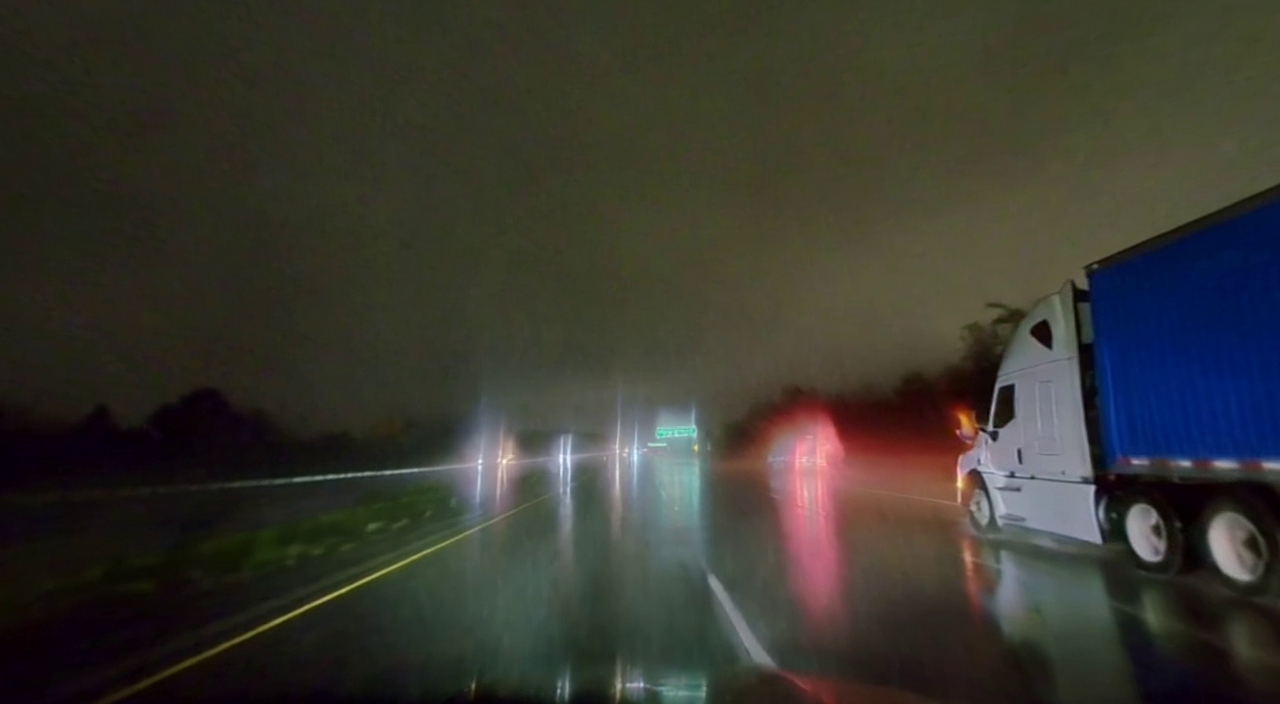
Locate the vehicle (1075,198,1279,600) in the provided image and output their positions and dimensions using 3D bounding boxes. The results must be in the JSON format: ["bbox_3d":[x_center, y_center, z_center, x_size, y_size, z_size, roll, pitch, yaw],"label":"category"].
[{"bbox_3d":[6.498,0.117,3.493,2.690,3.197,7.515,0,-9,0],"label":"vehicle"}]
